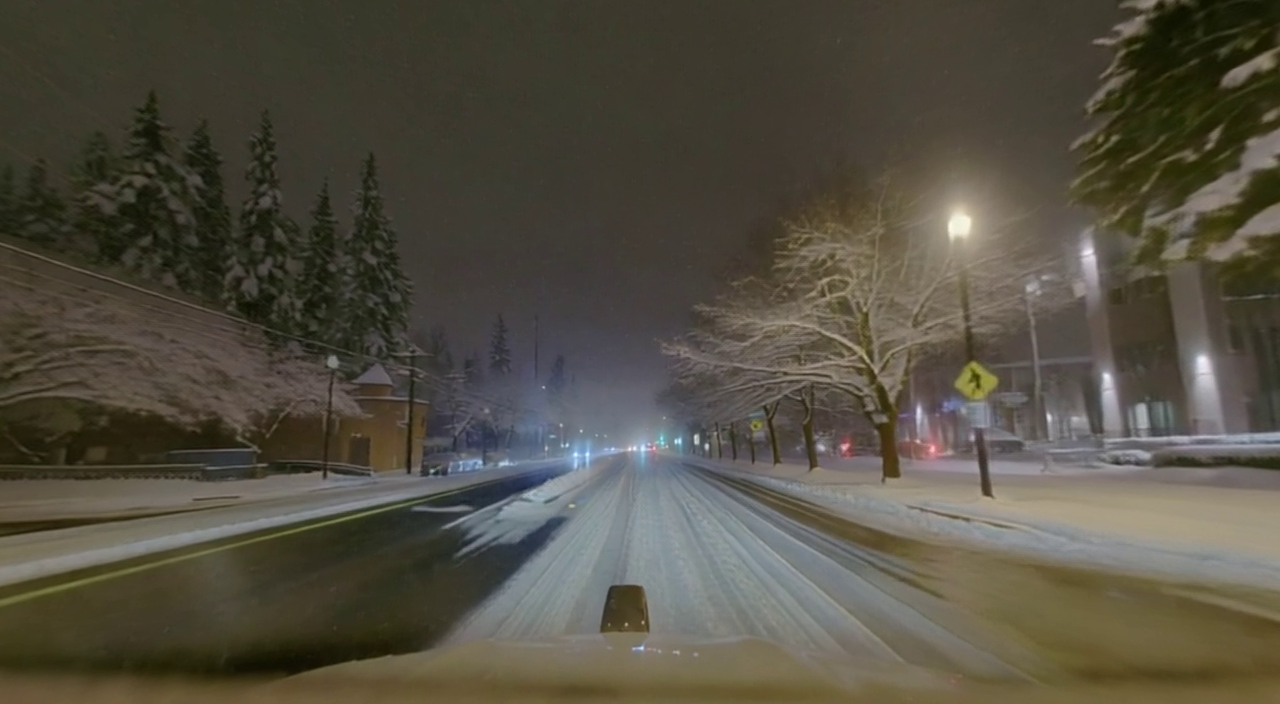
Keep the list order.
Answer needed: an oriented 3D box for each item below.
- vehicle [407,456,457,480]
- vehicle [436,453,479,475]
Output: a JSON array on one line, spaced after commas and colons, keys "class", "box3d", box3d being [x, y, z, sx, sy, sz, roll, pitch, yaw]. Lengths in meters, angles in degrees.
[{"class": "vehicle", "box3d": [-13.926, 7.756, 42.436, 1.835, 1.434, 4.325, 0, -9, 0]}, {"class": "vehicle", "box3d": [-13.839, 8.496, 47.998, 1.816, 1.567, 3.957, -1, -9, 3]}]
